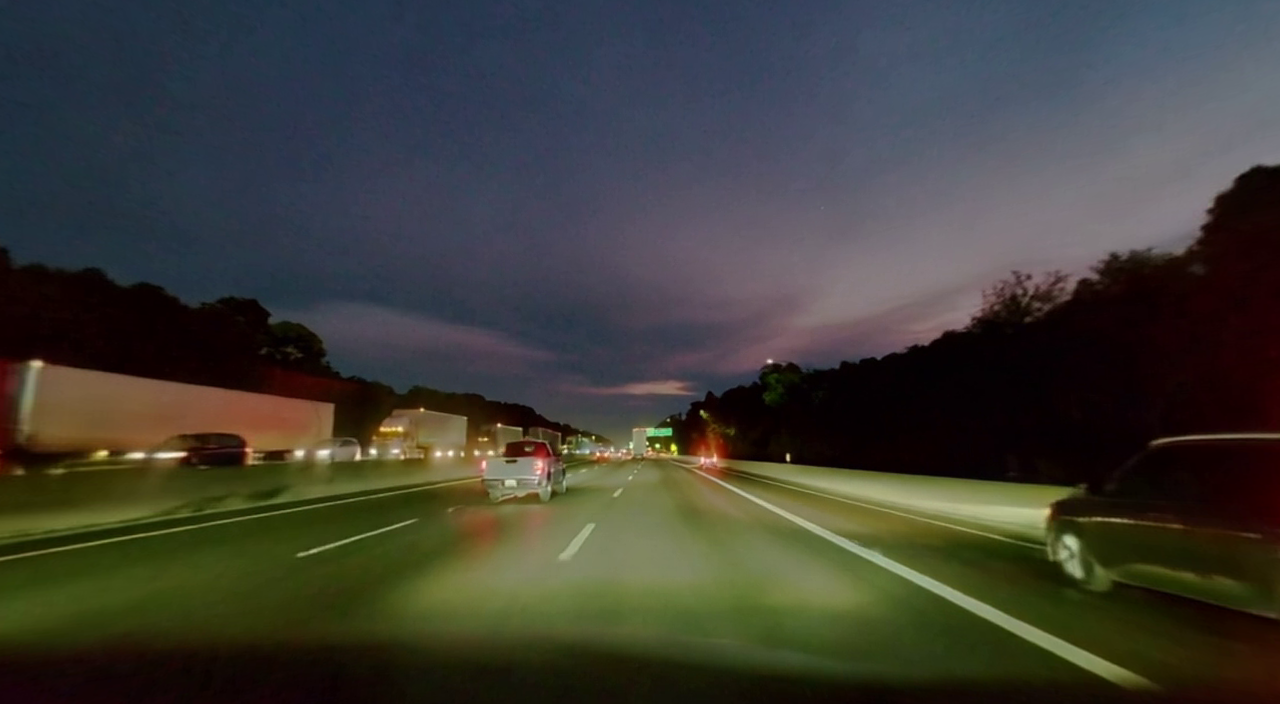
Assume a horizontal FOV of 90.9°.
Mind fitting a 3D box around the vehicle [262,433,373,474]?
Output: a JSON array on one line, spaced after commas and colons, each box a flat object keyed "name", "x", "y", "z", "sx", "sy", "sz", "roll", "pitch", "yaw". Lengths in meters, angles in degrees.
[{"name": "vehicle", "x": -12.797, "y": 4.136, "z": 25.392, "sx": 1.978, "sy": 1.433, "sz": 4.435, "roll": 2, "pitch": -10, "yaw": 2}]

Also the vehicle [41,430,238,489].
[{"name": "vehicle", "x": -13.584, "y": 2.954, "z": 17.534, "sx": 1.951, "sy": 1.428, "sz": 4.206, "roll": 0, "pitch": -9, "yaw": 1}]

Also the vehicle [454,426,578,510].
[{"name": "vehicle", "x": -3.130, "y": 3.102, "z": 17.295, "sx": 2.220, "sy": 1.928, "sz": 5.176, "roll": 0, "pitch": -9, "yaw": 1}]

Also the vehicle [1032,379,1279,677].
[{"name": "vehicle", "x": 4.797, "y": 1.048, "z": 3.789, "sx": 2.080, "sy": 1.725, "sz": 4.252, "roll": 0, "pitch": -9, "yaw": 0}]

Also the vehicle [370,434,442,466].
[{"name": "vehicle", "x": -12.621, "y": 5.390, "z": 34.350, "sx": 1.971, "sy": 1.478, "sz": 4.726, "roll": 3, "pitch": -11, "yaw": 2}]
